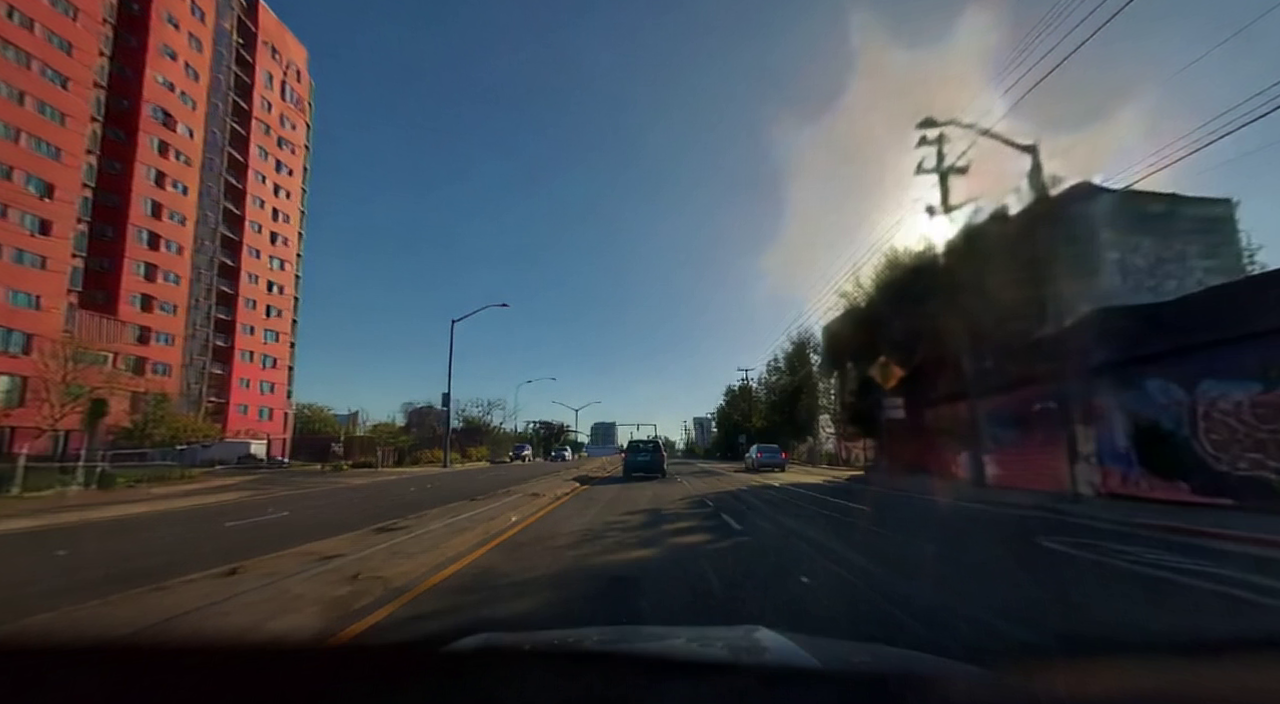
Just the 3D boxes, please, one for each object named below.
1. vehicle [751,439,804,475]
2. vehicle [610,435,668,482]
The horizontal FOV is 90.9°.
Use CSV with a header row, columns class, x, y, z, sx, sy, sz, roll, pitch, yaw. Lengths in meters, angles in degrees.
class,x,y,z,sx,sy,sz,roll,pitch,yaw
vehicle,7.316,5.602,33.885,1.952,1.749,4.311,0,-8,2
vehicle,-0.029,4.381,26.286,2.160,1.786,4.702,0,-8,0
